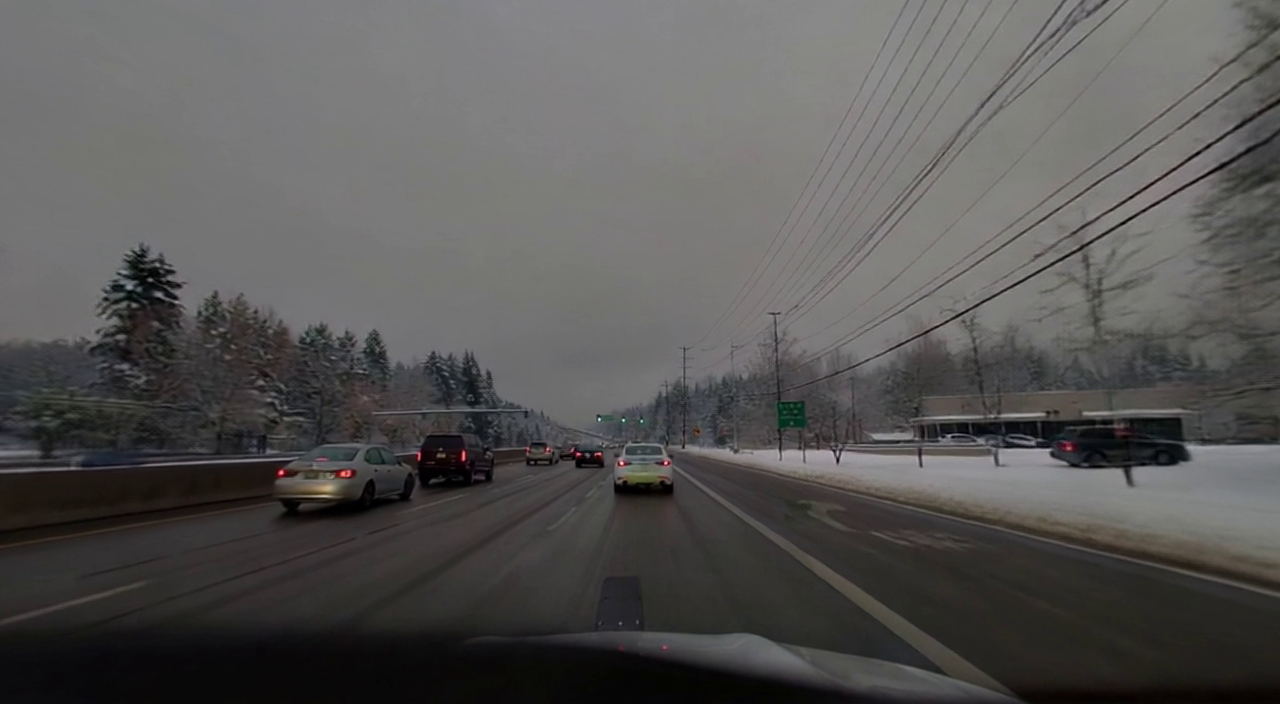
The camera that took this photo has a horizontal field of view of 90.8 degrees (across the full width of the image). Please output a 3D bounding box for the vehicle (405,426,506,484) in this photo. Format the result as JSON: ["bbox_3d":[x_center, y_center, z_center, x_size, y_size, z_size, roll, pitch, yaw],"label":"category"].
[{"bbox_3d":[-6.658,3.774,23.480,2.144,1.905,4.967,0,-8,1],"label":"vehicle"}]

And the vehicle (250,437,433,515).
[{"bbox_3d":[-6.492,2.726,14.460,1.900,1.483,4.547,0,-8,1],"label":"vehicle"}]

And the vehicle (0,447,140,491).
[{"bbox_3d":[-24.485,4.985,27.276,2.112,1.706,4.432,0,-8,1],"label":"vehicle"}]

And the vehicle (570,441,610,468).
[{"bbox_3d":[-3.002,6.244,38.667,2.055,1.510,3.961,0,-8,1],"label":"vehicle"}]

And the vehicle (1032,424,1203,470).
[{"bbox_3d":[17.586,3.525,23.458,4.659,1.572,2.019,0,-8,0],"label":"vehicle"}]

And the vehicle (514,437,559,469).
[{"bbox_3d":[-6.129,6.045,37.911,1.914,1.756,4.179,0,-8,1],"label":"vehicle"}]

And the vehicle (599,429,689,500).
[{"bbox_3d":[0.092,2.990,17.146,2.140,1.653,4.108,0,-8,0],"label":"vehicle"}]
